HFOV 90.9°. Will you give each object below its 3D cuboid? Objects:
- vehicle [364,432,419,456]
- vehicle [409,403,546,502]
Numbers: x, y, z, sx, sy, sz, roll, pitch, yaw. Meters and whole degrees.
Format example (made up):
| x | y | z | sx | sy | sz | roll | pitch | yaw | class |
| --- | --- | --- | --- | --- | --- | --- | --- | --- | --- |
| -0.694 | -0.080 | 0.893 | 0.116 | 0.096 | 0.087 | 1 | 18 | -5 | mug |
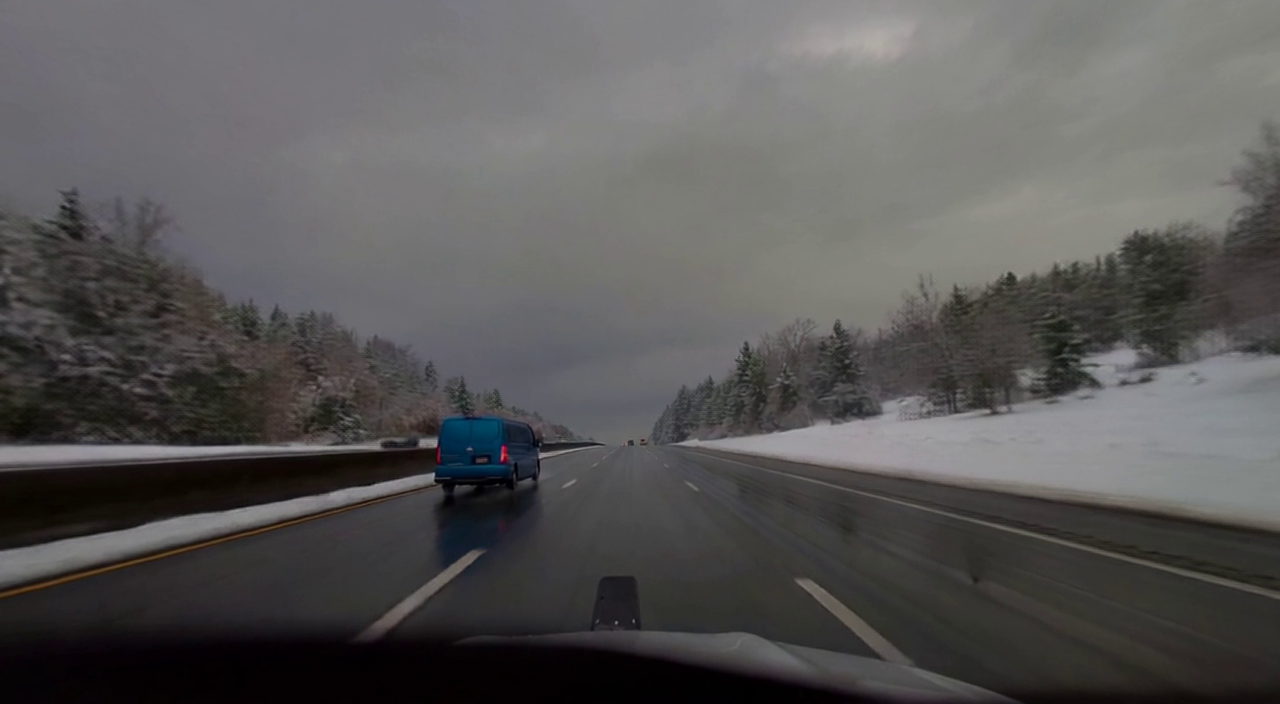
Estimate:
| x | y | z | sx | sy | sz | roll | pitch | yaw | class |
| --- | --- | --- | --- | --- | --- | --- | --- | --- | --- |
| -16.353 | 6.066 | 41.673 | 1.795 | 1.476 | 4.616 | 1 | -8 | -1 | vehicle |
| -3.681 | 2.381 | 15.341 | 2.297 | 2.011 | 4.736 | 0 | -8 | -3 | vehicle |
